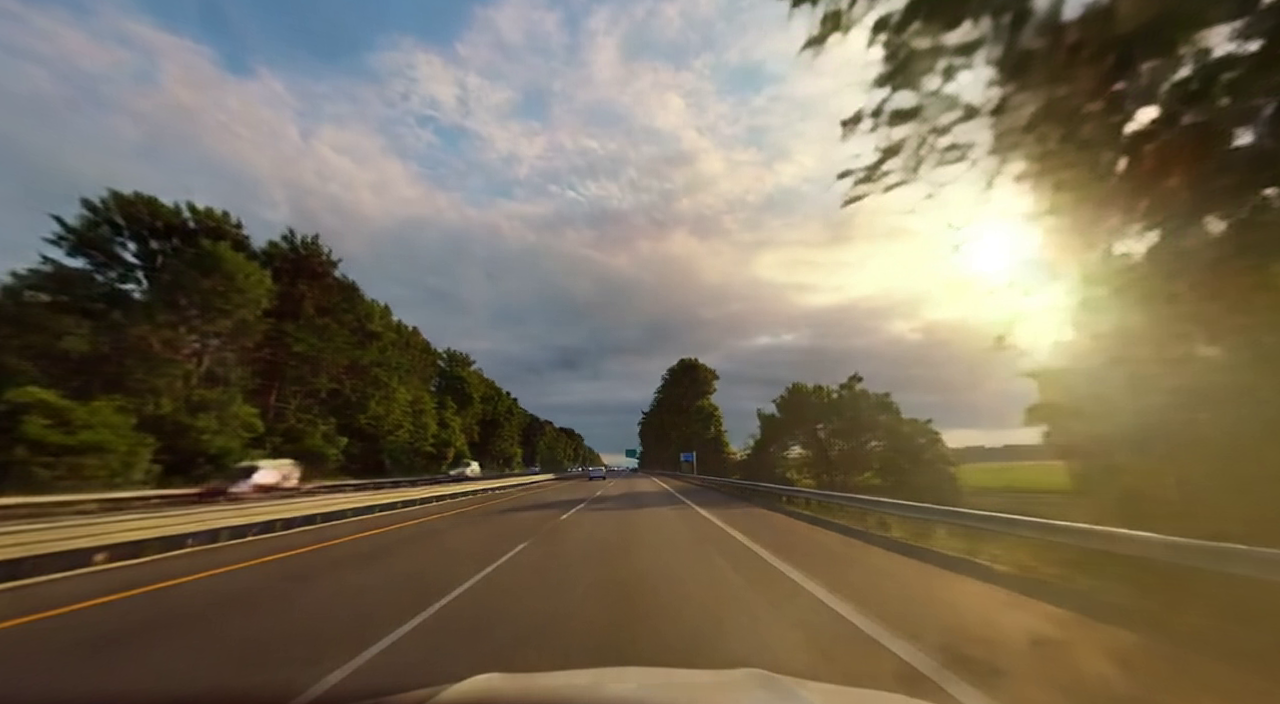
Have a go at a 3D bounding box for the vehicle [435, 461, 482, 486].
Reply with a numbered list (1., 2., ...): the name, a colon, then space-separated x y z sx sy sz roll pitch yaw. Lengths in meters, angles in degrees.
1. vehicle: -13.021 8.771 45.543 1.971 1.687 4.517 1 -11 0

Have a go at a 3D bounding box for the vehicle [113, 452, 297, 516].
1. vehicle: -12.611 3.877 18.782 2.070 1.611 4.762 1 -11 0
